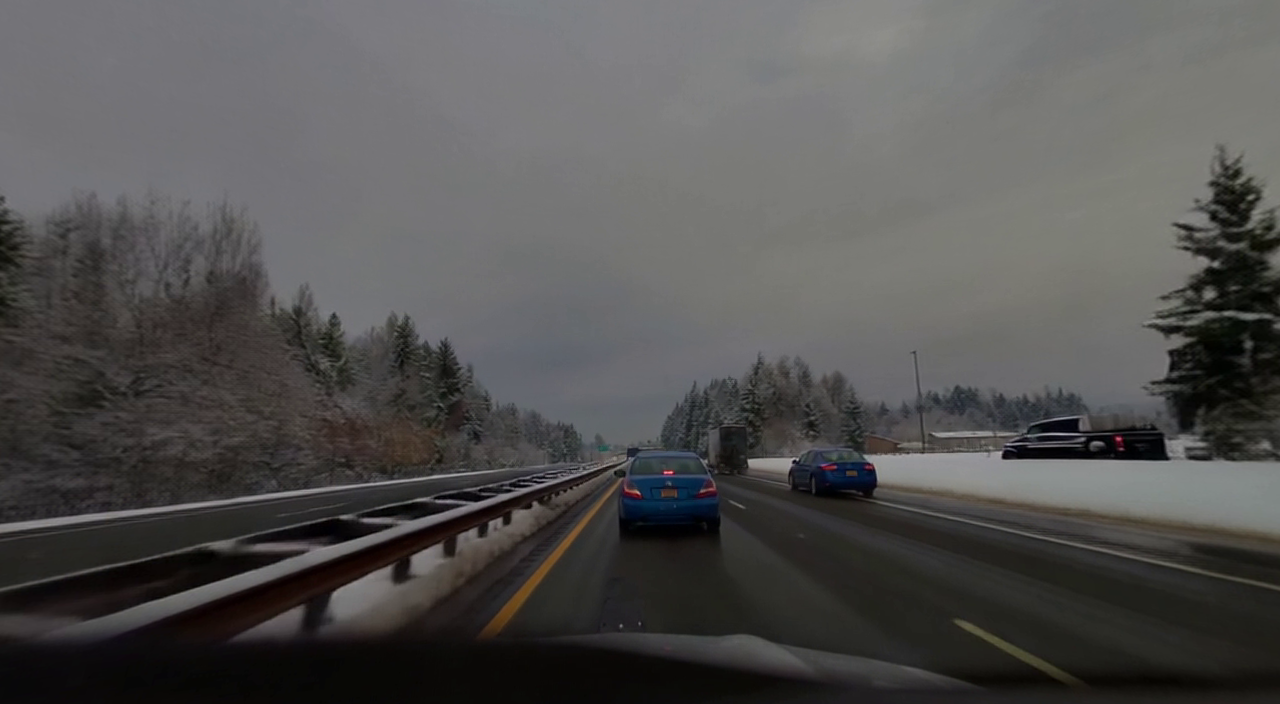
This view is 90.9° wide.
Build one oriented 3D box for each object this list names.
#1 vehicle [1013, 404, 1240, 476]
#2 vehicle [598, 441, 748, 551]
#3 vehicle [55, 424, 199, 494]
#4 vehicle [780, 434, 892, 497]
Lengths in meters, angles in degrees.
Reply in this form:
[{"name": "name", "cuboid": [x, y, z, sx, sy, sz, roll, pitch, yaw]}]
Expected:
[{"name": "vehicle", "cuboid": [31.548, 6.063, 42.488, 2.822, 3.996, 14.073, 1, -9, -7]}, {"name": "vehicle", "cuboid": [0.416, 2.293, 10.668, 2.076, 1.485, 3.774, 0, -9, -1]}, {"name": "vehicle", "cuboid": [-33.521, 6.961, 41.714, 2.902, 3.981, 7.819, -3, -8, 0]}, {"name": "vehicle", "cuboid": [6.331, 3.725, 21.024, 2.177, 1.827, 4.565, 0, -9, -1]}]
